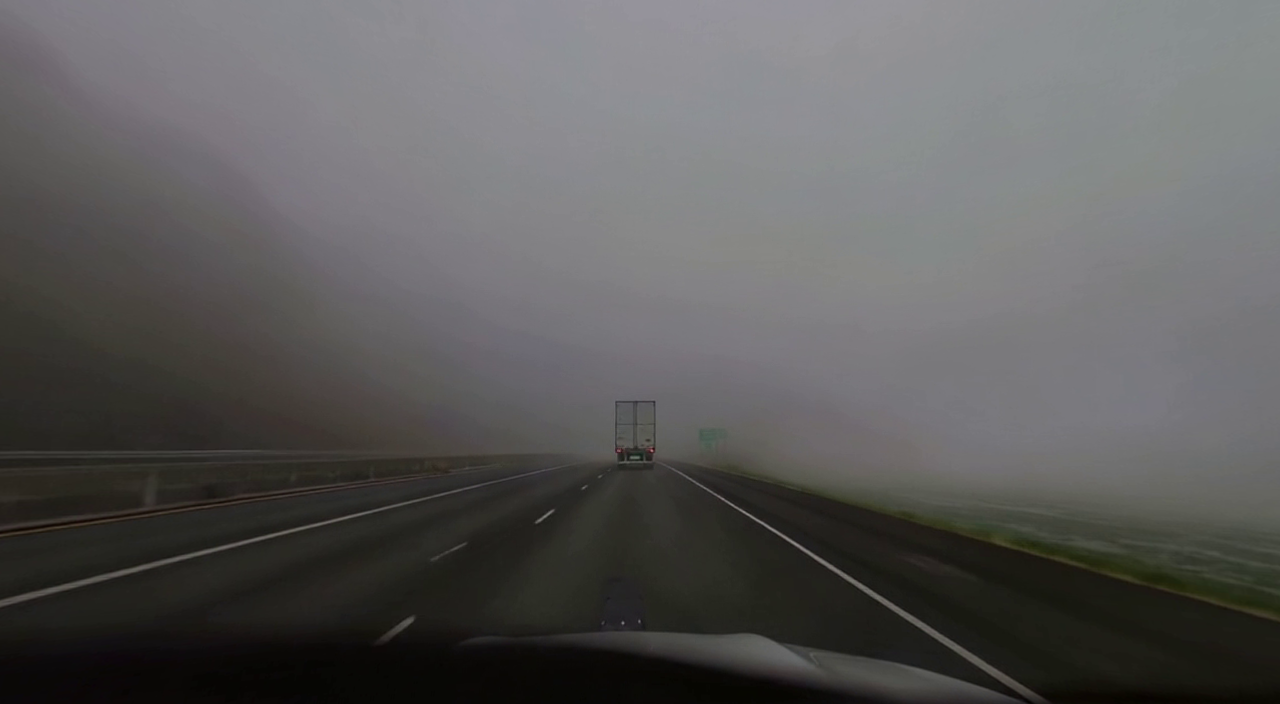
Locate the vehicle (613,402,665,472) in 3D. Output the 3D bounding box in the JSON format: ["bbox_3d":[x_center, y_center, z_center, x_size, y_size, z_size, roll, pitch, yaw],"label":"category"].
[{"bbox_3d":[-0.107,5.707,41.594,2.982,3.947,11.075,0,-9,-1],"label":"vehicle"}]
